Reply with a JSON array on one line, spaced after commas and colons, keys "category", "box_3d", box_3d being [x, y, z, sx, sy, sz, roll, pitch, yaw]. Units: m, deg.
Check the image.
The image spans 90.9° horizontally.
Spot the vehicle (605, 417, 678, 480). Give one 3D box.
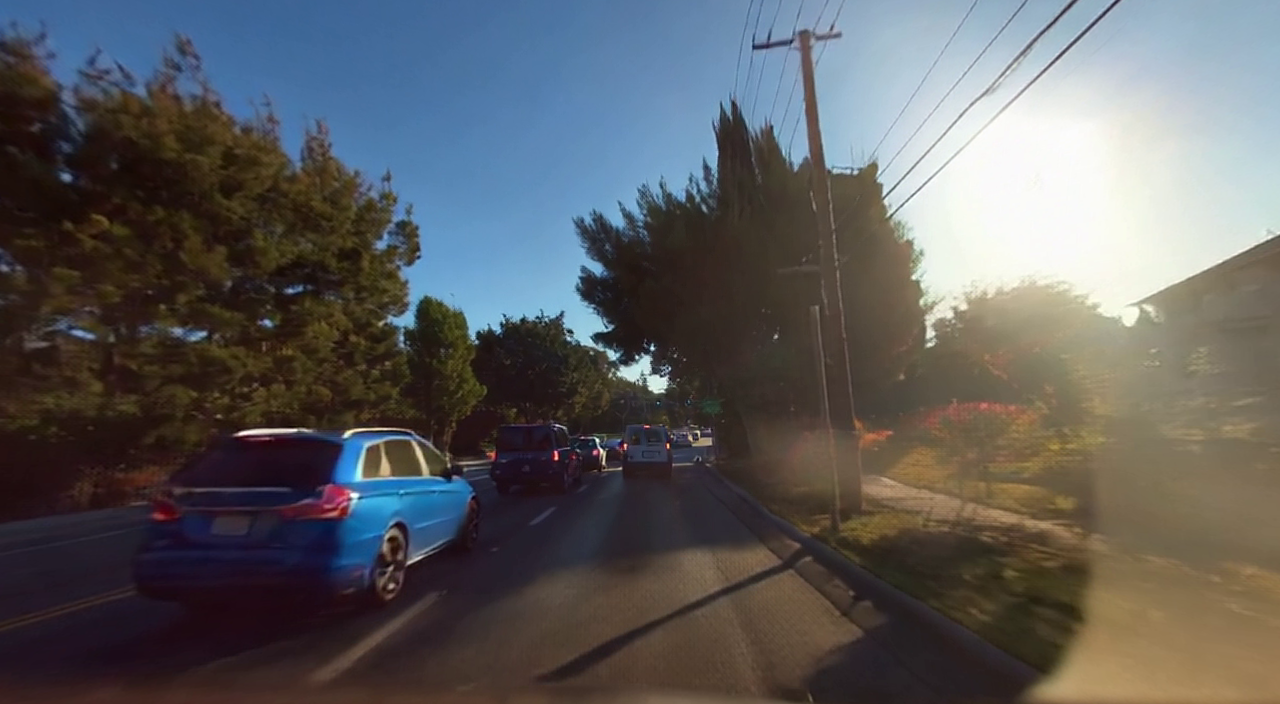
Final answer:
[{"category": "vehicle", "box_3d": [0.136, 3.279, 21.537, 2.241, 1.912, 4.095, -1, -8, 3]}]

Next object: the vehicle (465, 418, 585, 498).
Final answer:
[{"category": "vehicle", "box_3d": [-2.797, 2.734, 16.578, 2.062, 1.796, 4.657, -1, -8, 3]}]

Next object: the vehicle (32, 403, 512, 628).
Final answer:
[{"category": "vehicle", "box_3d": [-3.078, 1.474, 6.841, 2.180, 1.546, 4.755, 0, -8, 2]}]
